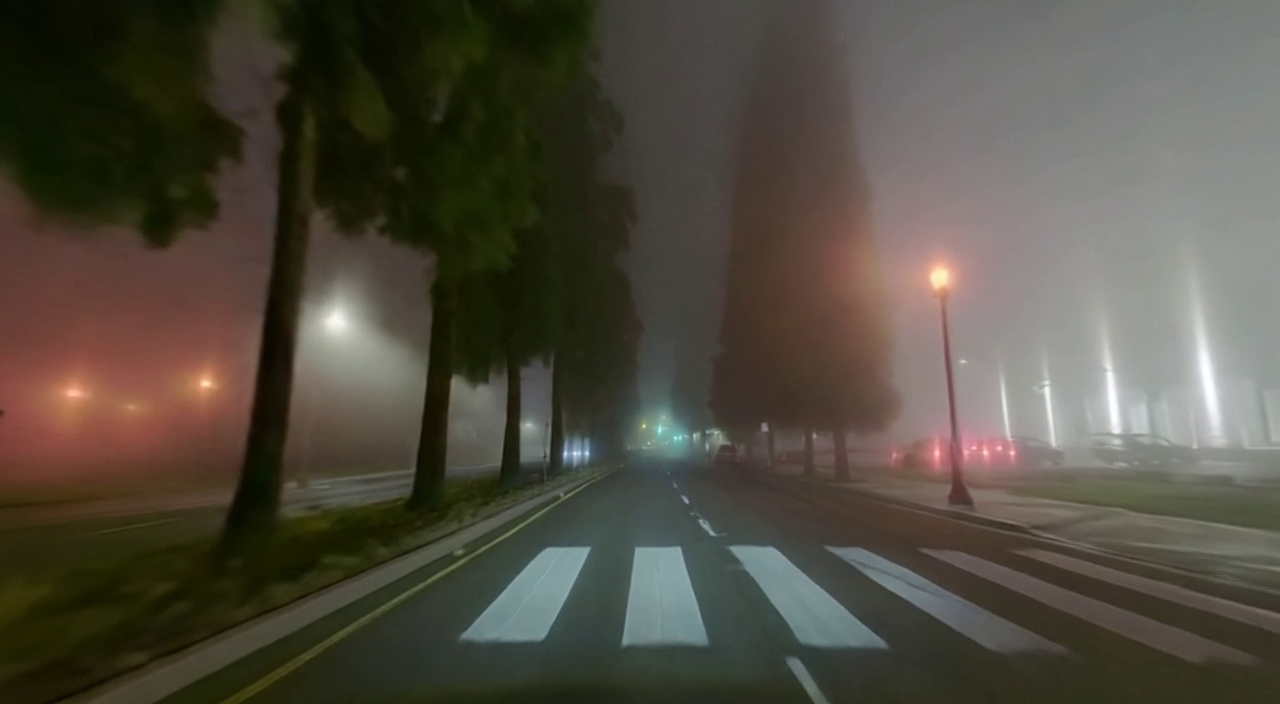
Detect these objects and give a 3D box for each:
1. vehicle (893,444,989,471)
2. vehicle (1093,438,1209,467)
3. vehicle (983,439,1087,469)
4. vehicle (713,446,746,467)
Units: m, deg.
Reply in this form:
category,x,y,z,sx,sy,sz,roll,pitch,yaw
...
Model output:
category,x,y,z,sx,sy,sz,roll,pitch,yaw
vehicle,16.323,5.716,34.304,4.276,1.397,1.786,0,-9,1
vehicle,27.415,5.392,33.889,4.560,1.444,1.929,-1,-8,-1
vehicle,21.244,5.462,33.998,4.333,1.491,1.744,-1,-8,1
vehicle,6.915,8.098,49.135,1.948,1.511,4.623,0,-9,1
